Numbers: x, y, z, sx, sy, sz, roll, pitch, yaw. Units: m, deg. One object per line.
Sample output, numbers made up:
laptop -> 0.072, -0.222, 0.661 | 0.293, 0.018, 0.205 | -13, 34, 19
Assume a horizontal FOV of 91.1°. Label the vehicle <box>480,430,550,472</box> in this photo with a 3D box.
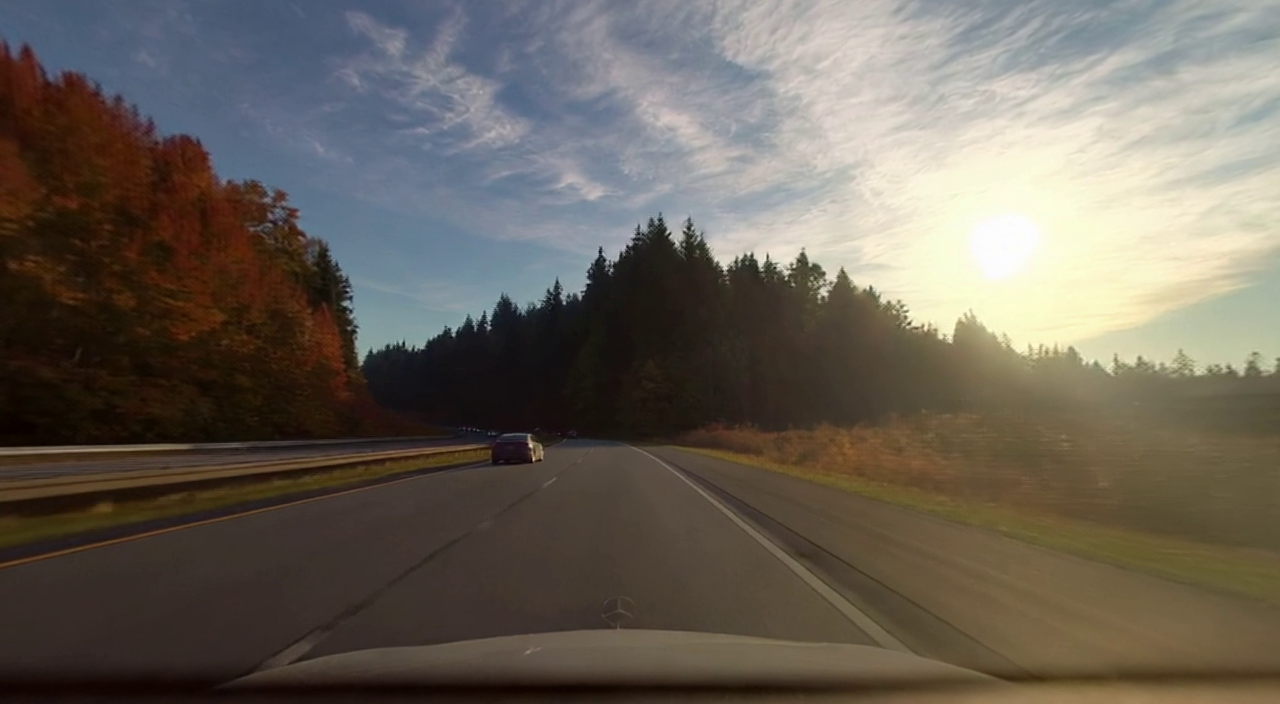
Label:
vehicle -> -5.002, 4.015, 25.749 | 2.073, 1.559, 4.393 | 0, -8, -2
